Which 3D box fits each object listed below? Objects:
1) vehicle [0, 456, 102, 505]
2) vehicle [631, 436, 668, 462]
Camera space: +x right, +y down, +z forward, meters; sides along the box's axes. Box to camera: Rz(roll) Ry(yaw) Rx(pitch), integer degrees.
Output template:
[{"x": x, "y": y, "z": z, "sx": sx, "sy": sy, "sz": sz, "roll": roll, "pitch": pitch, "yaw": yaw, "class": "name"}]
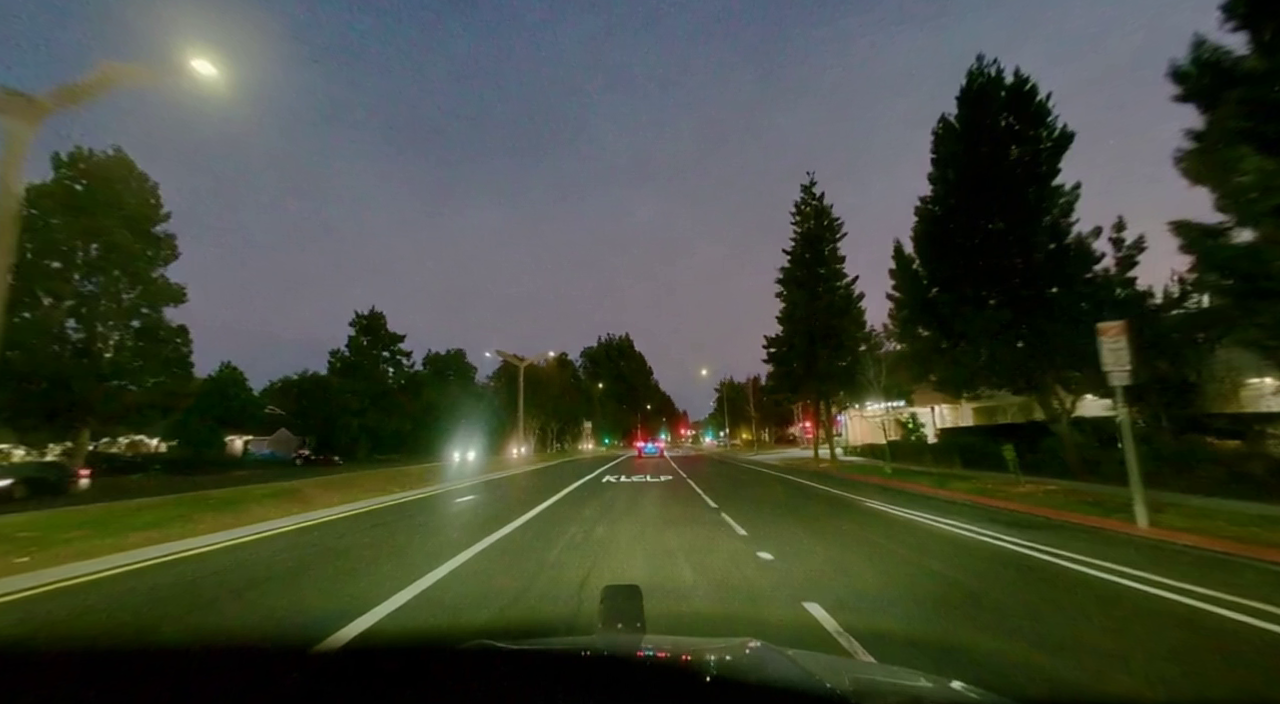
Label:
[{"x": -20.970, "y": 4.251, "z": 20.943, "sx": 1.872, "sy": 1.459, "sz": 4.628, "roll": 0, "pitch": -8, "yaw": 0, "class": "vehicle"}, {"x": 0.620, "y": 5.907, "z": 38.461, "sx": 2.144, "sy": 1.505, "sz": 4.128, "roll": 0, "pitch": -8, "yaw": 1, "class": "vehicle"}]
